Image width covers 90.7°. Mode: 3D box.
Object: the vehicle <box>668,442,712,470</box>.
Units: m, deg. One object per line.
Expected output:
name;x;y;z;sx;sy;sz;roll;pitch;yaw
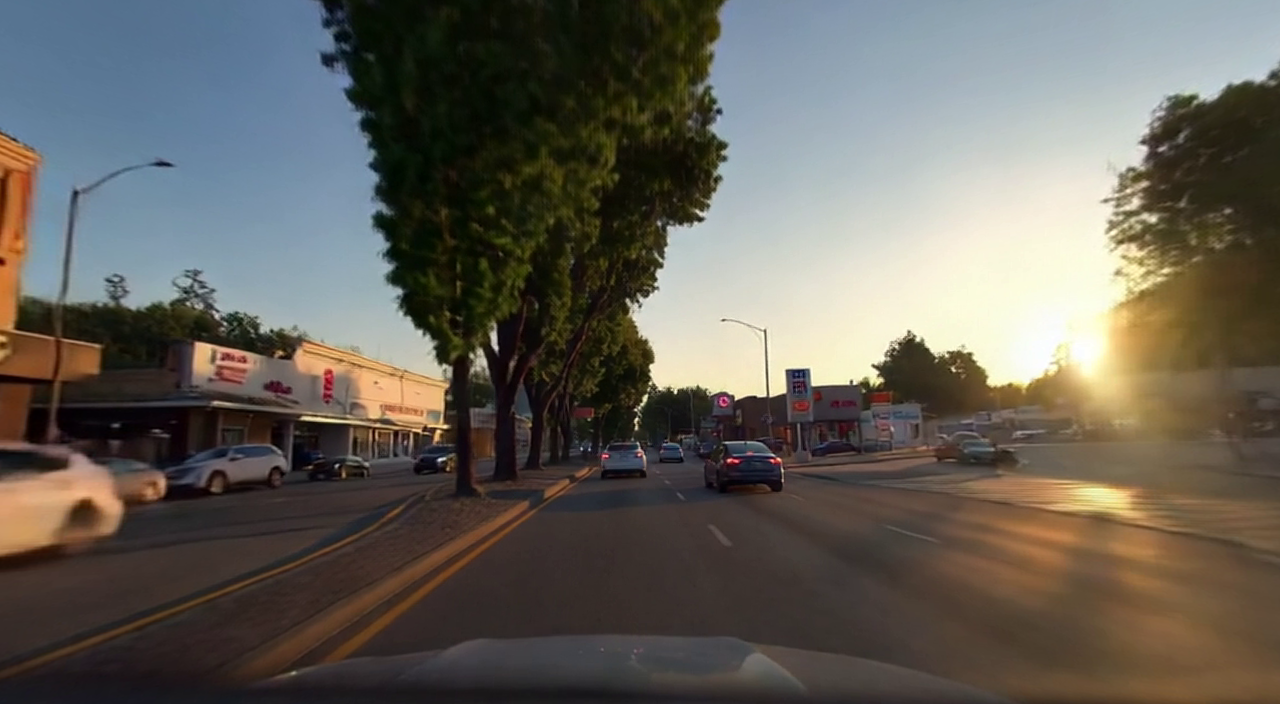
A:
vehicle;2.833;6.018;36.814;2.098;1.527;3.966;0;-9;-2

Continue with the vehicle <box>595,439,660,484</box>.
vehicle;-0.468;4.116;24.028;2.232;1.508;4.319;0;-9;-1

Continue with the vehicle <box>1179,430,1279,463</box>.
vehicle;27.864;4.329;29.023;4.478;1.450;1.968;0;-9;-3

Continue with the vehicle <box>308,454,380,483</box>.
vehicle;-15.728;6.183;33.857;1.826;1.396;4.274;0;-9;-1

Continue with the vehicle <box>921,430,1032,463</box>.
vehicle;19.006;5.375;35.887;4.948;1.733;2.296;0;-9;-2

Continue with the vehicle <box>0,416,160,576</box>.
vehicle;-8.203;1.611;7.059;2.273;1.748;4.379;0;-9;-1

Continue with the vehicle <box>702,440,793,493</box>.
vehicle;3.278;3.589;20.199;2.060;1.471;4.168;0;-9;-2

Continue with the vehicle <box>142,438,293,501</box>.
vehicle;-15.410;4.257;23.555;2.184;1.965;5.078;-2;-8;-1

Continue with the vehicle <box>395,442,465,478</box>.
vehicle;-11.278;5.816;34.416;2.233;1.799;4.700;0;-9;0
